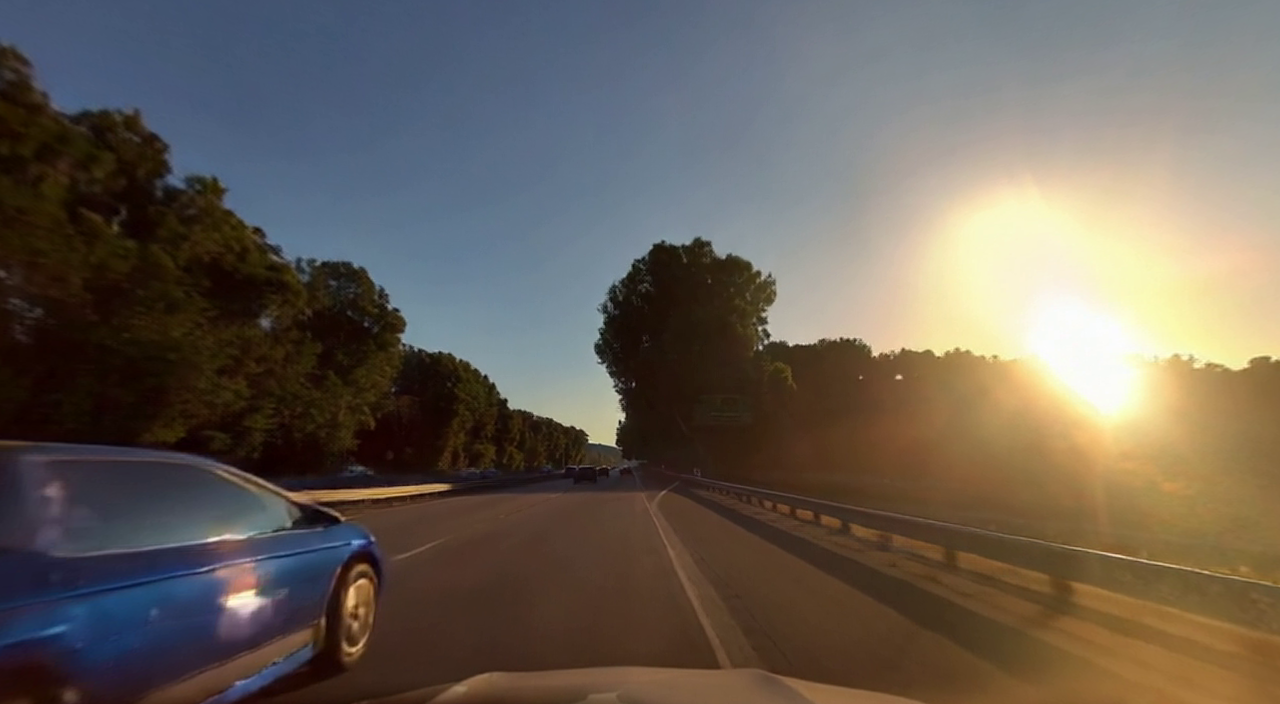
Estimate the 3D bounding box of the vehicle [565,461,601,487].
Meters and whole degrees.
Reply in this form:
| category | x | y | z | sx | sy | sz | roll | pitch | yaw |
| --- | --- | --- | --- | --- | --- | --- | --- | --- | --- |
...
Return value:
| category | x | y | z | sx | sy | sz | roll | pitch | yaw |
| --- | --- | --- | --- | --- | --- | --- | --- | --- | --- |
| vehicle | -3.808 | 8.306 | 42.949 | 2.042 | 1.629 | 4.276 | 1 | -11 | 0 |

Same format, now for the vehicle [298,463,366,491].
| category | x | y | z | sx | sy | sz | roll | pitch | yaw |
| --- | --- | --- | --- | --- | --- | --- | --- | --- | --- |
| vehicle | -17.825 | 7.269 | 36.650 | 1.895 | 1.487 | 3.985 | 1 | -11 | 0 |
